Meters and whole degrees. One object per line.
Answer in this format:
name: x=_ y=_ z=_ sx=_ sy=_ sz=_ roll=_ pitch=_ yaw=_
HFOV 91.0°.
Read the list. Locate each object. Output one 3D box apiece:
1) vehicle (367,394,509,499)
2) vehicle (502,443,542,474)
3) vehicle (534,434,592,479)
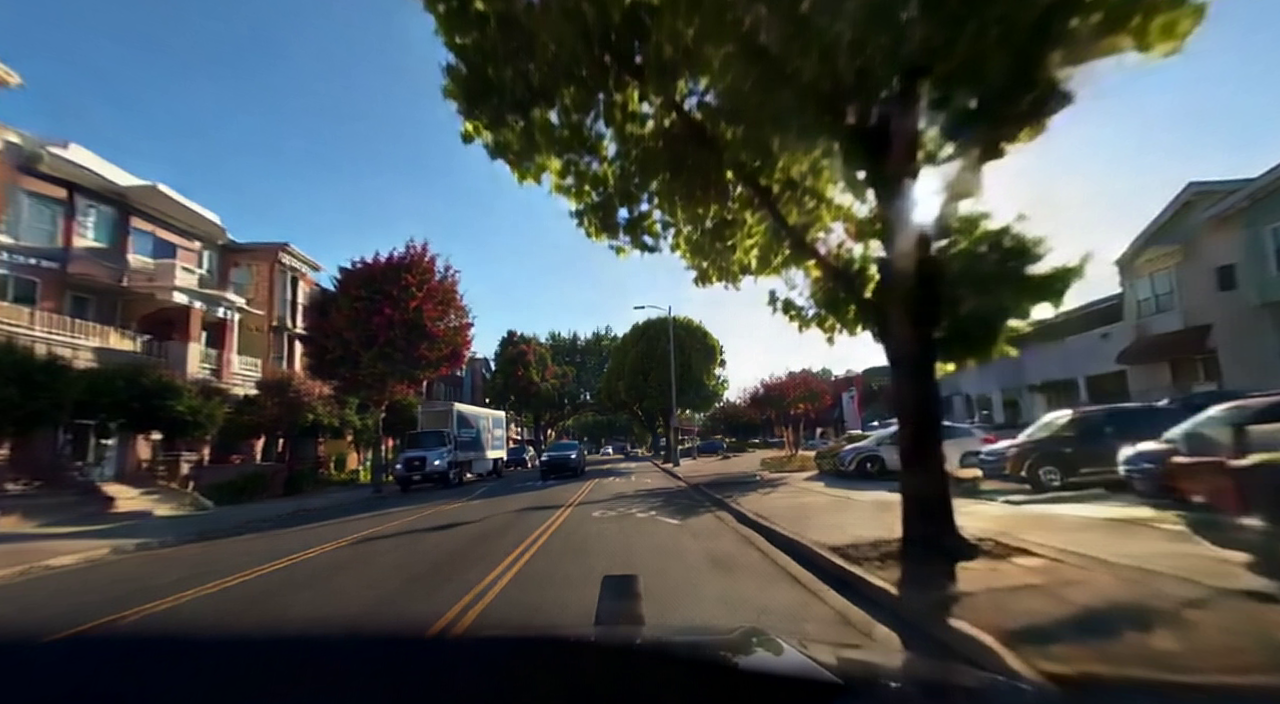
vehicle: x=-9.113 y=4.291 z=30.389 sx=2.986 sy=3.768 sz=11.697 roll=-6 pitch=-6 yaw=-1
vehicle: x=-7.936 y=7.155 z=42.732 sx=1.950 sy=1.743 sz=4.312 roll=-2 pitch=-6 yaw=-1
vehicle: x=-3.399 y=4.700 z=28.578 sx=2.118 sy=1.864 sz=4.640 roll=0 pitch=-8 yaw=-1
